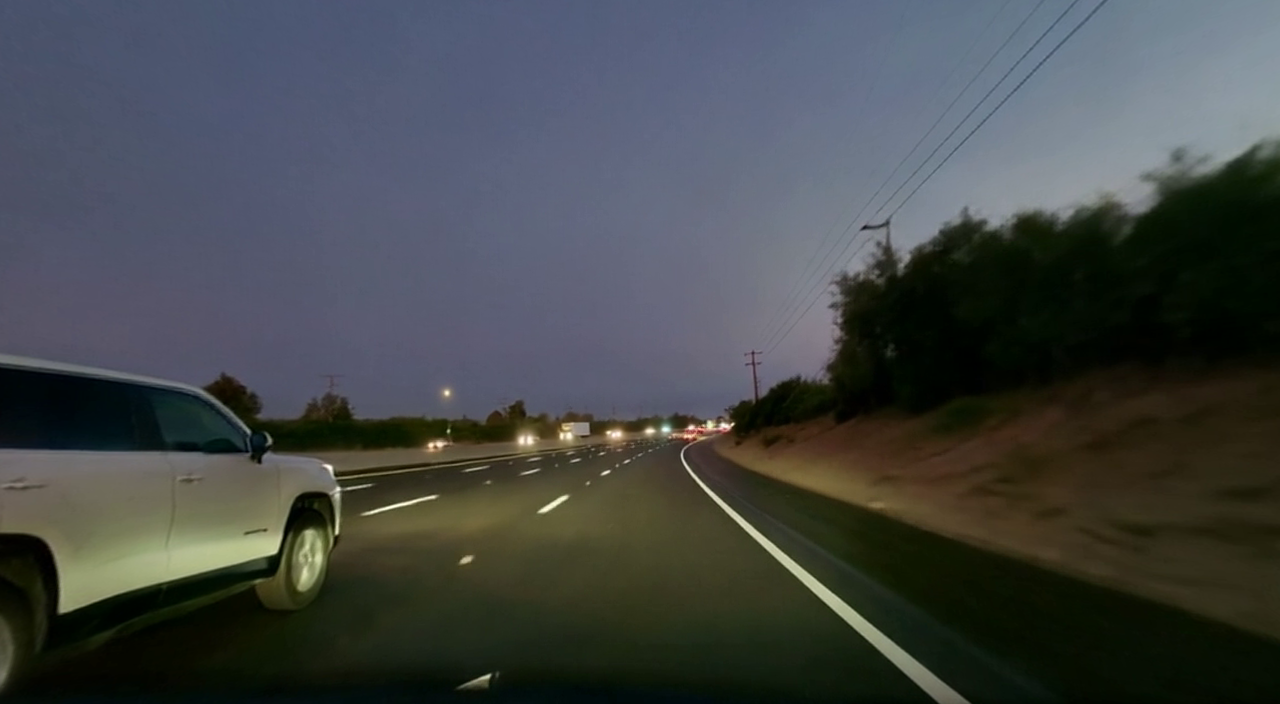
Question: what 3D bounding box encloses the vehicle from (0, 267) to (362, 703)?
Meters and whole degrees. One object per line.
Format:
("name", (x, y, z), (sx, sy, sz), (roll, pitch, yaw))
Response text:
("vehicle", (-3.538, 0.738, 2.900), (2.136, 1.975, 5.037), (0, -8, 1))
